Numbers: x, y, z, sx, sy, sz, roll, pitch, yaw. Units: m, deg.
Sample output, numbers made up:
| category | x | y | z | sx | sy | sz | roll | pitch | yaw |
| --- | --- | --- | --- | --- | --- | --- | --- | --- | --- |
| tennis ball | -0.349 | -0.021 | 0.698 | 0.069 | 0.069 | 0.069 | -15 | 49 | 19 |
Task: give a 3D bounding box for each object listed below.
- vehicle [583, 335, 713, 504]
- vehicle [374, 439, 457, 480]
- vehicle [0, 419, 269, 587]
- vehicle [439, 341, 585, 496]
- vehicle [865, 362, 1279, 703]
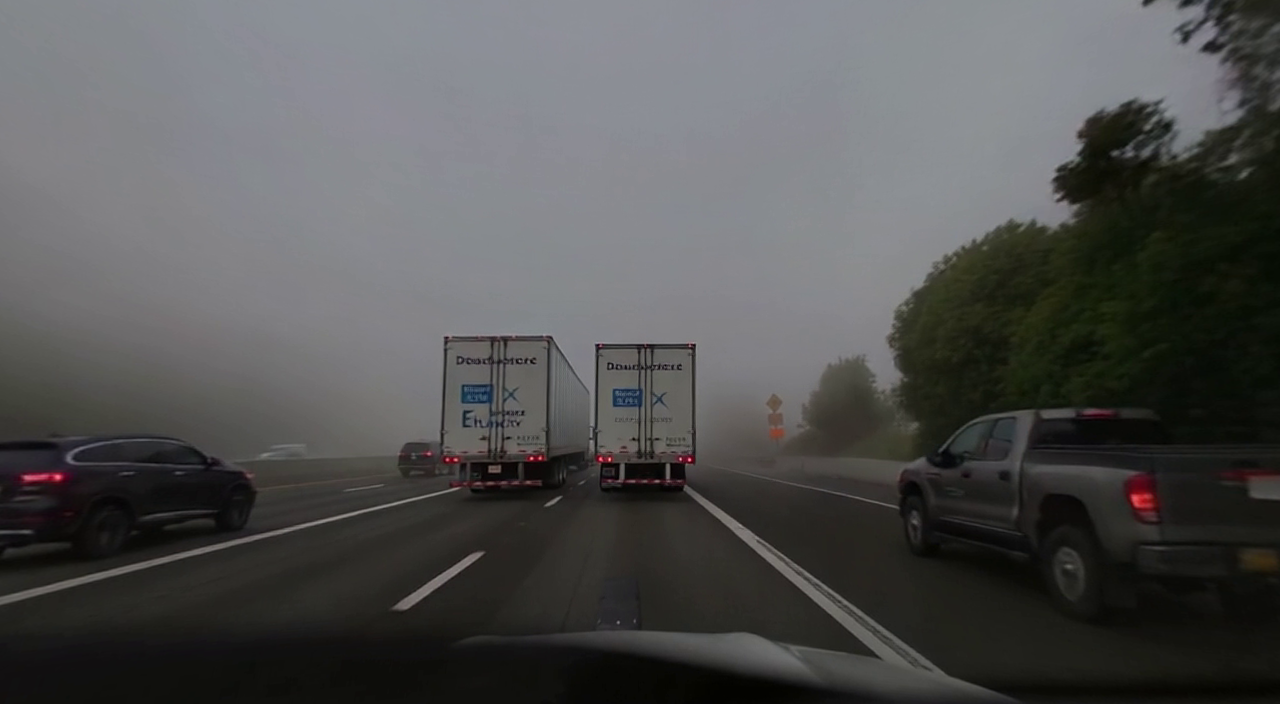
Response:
| category | x | y | z | sx | sy | sz | roll | pitch | yaw |
| --- | --- | --- | --- | --- | --- | --- | --- | --- | --- |
| vehicle | 0.077 | 2.237 | 19.274 | 2.910 | 3.828 | 9.805 | 0 | -9 | -1 |
| vehicle | -11.071 | 5.328 | 31.693 | 2.120 | 1.862 | 5.530 | 0 | -8 | 0 |
| vehicle | -7.455 | 1.870 | 8.685 | 2.017 | 1.694 | 4.420 | 0 | -9 | -1 |
| vehicle | -3.879 | 2.561 | 22.370 | 2.888 | 4.154 | 10.960 | 0 | -9 | 0 |
| vehicle | 3.961 | 1.262 | 5.612 | 2.136 | 1.753 | 4.644 | 0 | -9 | -1 |
